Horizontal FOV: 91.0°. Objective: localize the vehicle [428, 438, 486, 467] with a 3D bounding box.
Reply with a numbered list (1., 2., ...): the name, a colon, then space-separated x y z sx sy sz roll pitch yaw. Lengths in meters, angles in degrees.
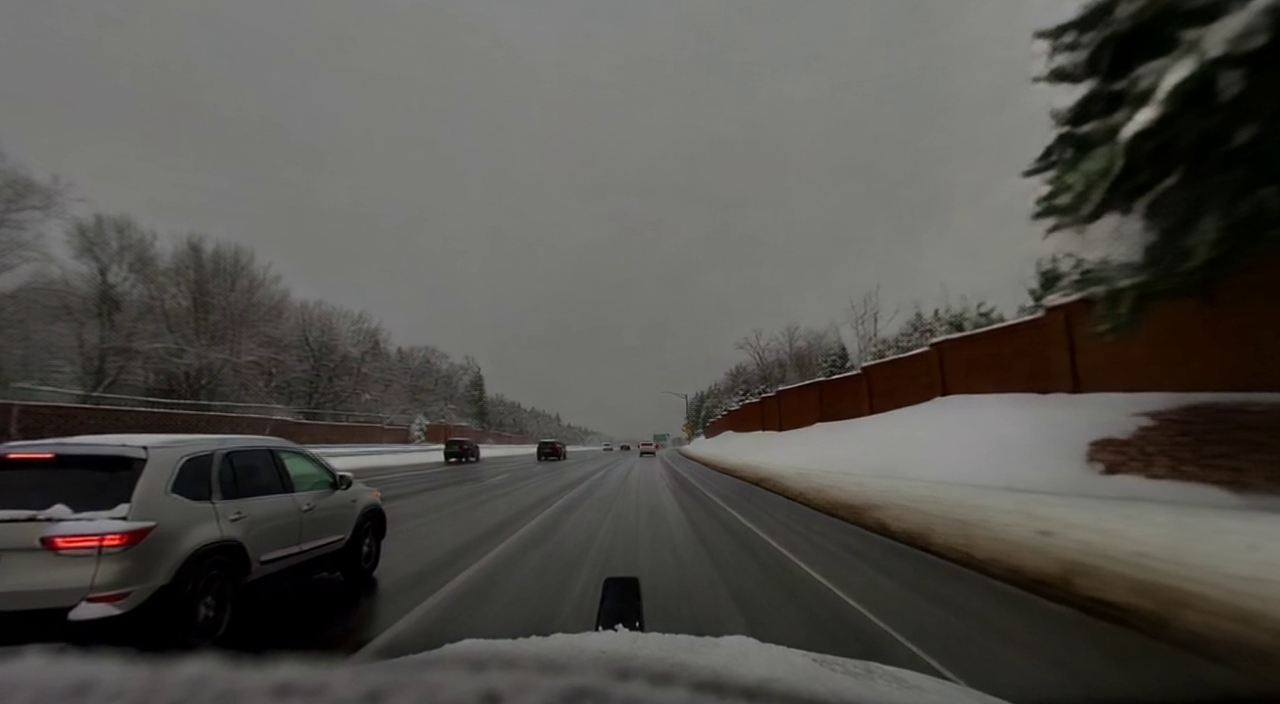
1. vehicle: -10.939 6.016 38.024 2.025 1.618 4.683 0 -8 1
